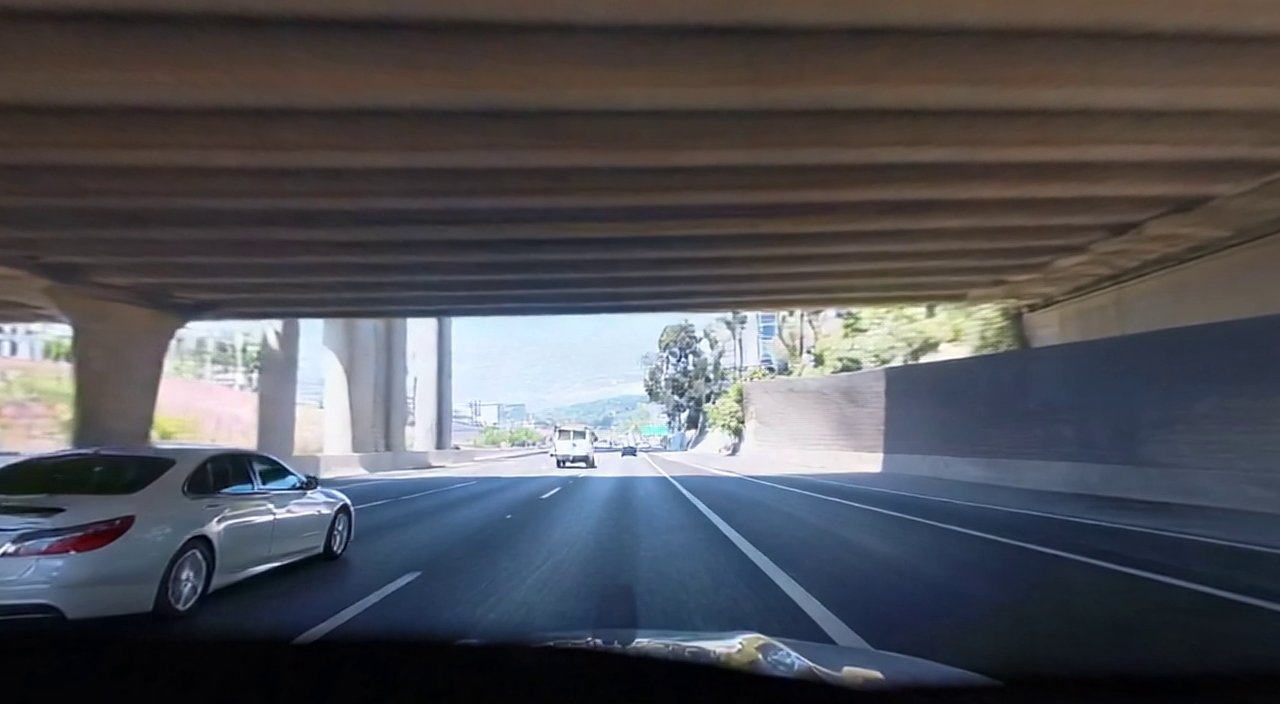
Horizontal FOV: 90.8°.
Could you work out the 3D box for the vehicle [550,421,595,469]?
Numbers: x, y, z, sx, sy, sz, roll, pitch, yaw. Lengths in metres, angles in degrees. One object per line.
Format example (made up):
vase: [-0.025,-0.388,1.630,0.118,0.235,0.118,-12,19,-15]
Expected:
vehicle: [-4.359,6.219,42.144,2.364,2.953,6.732,0,-9,-1]

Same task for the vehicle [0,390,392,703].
vehicle: [-3.901,1.277,4.965,2.025,1.556,4.594,0,-9,0]
